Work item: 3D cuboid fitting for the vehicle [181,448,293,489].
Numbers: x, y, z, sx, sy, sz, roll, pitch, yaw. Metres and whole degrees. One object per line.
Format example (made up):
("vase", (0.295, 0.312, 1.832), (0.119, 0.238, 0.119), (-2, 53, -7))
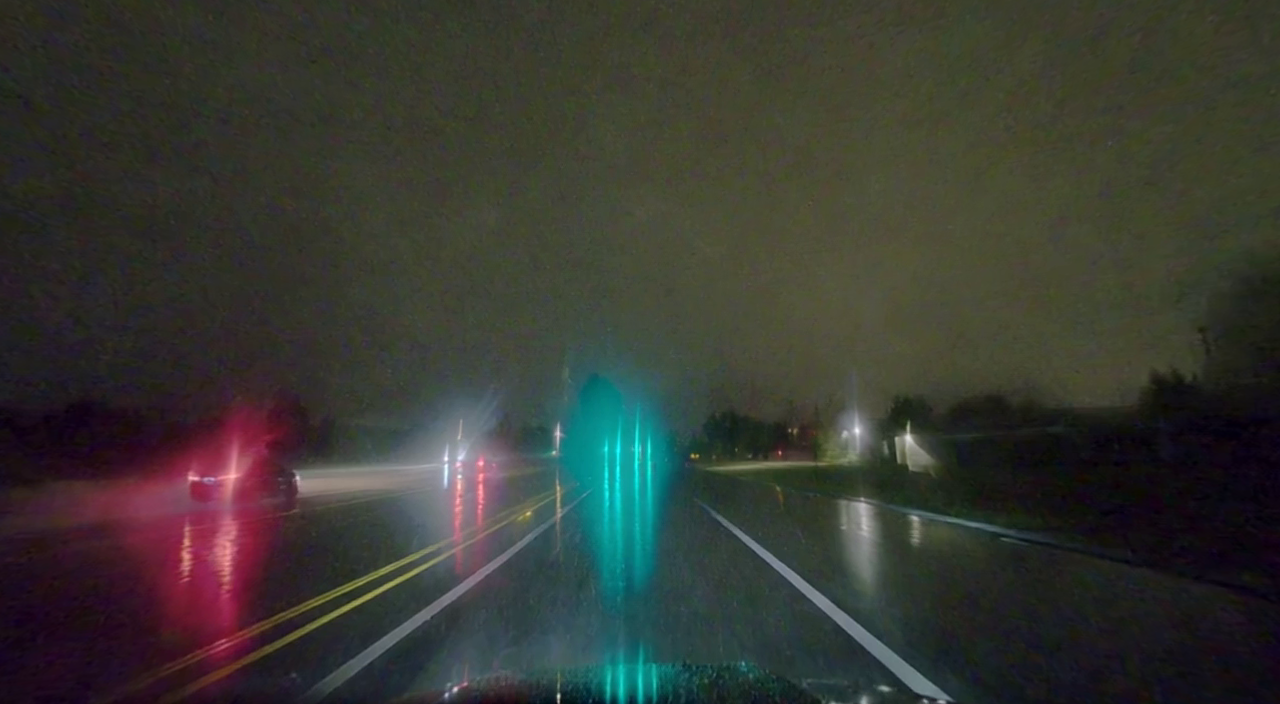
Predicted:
("vehicle", (-16.805, 4.854, 26.589), (1.955, 1.533, 4.097), (0, -9, 0))

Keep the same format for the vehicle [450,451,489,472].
("vehicle", (-12.881, 8.277, 47.819), (1.852, 1.494, 3.794), (0, -9, 0))
